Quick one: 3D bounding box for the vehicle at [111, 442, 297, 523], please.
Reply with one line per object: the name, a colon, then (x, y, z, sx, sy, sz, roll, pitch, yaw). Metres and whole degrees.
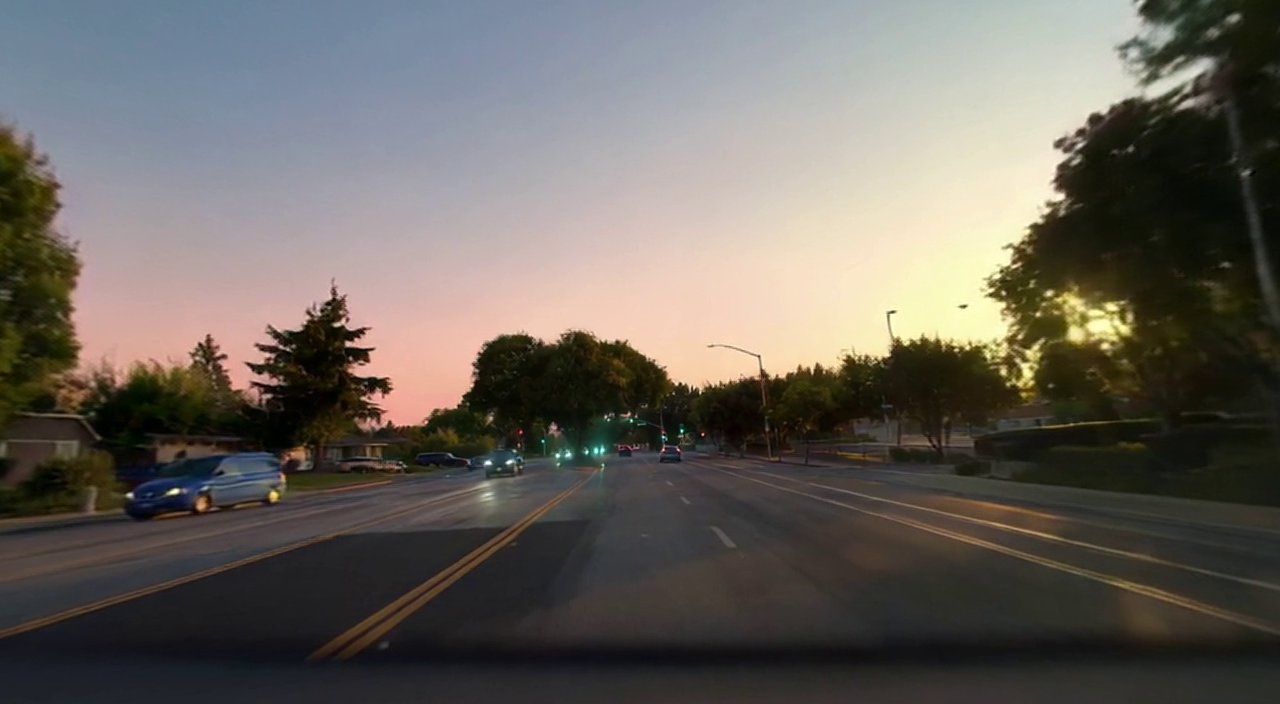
vehicle: (-13.689, 4.073, 20.445, 2.346, 2.217, 5.290, 0, -9, -2)

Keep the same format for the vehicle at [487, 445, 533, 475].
vehicle: (-7.846, 6.538, 38.439, 1.958, 1.702, 4.386, 0, -8, -1)

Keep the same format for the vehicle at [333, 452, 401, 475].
vehicle: (-21.107, 8.612, 48.886, 4.354, 1.676, 1.905, 0, -9, -2)
